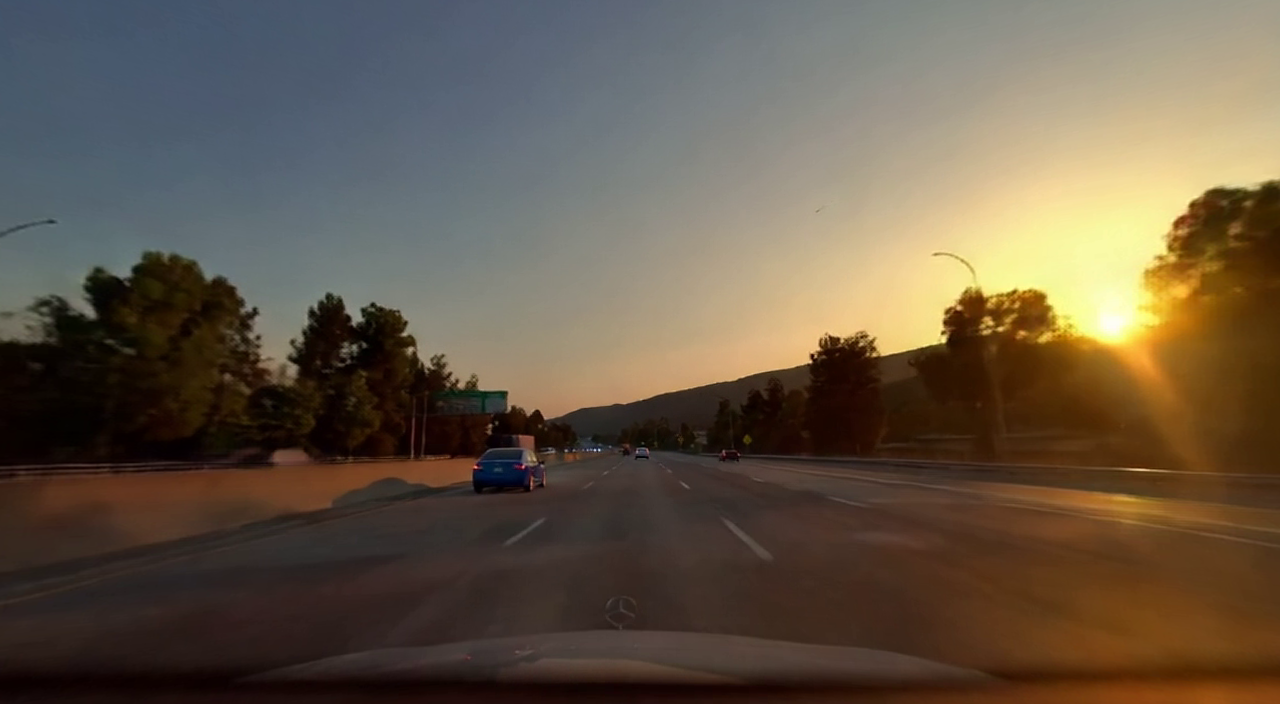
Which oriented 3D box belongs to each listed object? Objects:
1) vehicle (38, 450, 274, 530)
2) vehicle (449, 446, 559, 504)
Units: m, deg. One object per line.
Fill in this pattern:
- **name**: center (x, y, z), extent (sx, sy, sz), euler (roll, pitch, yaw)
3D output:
- **vehicle**: center (-10.790, 3.053, 14.590), extent (1.884, 1.533, 4.449), euler (0, -9, 0)
- **vehicle**: center (-3.843, 3.575, 18.782), extent (2.162, 1.493, 4.583), euler (0, -9, 1)
